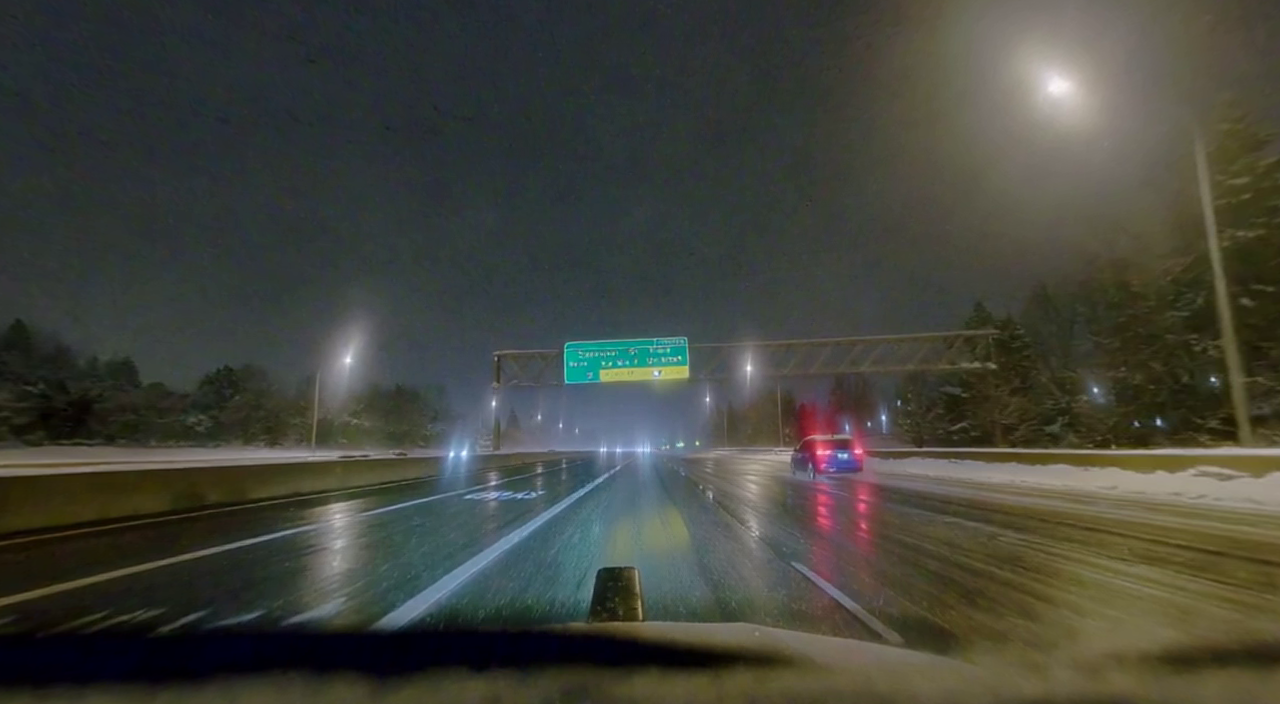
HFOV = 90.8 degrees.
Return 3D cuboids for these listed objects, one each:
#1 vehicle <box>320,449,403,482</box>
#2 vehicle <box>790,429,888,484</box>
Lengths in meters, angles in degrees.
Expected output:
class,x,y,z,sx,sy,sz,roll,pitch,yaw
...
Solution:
class,x,y,z,sx,sy,sz,roll,pitch,yaw
vehicle,-13.514,5.537,31.012,1.896,1.470,4.544,0,-9,2
vehicle,7.535,4.009,24.449,2.222,1.899,4.595,0,-9,-1
